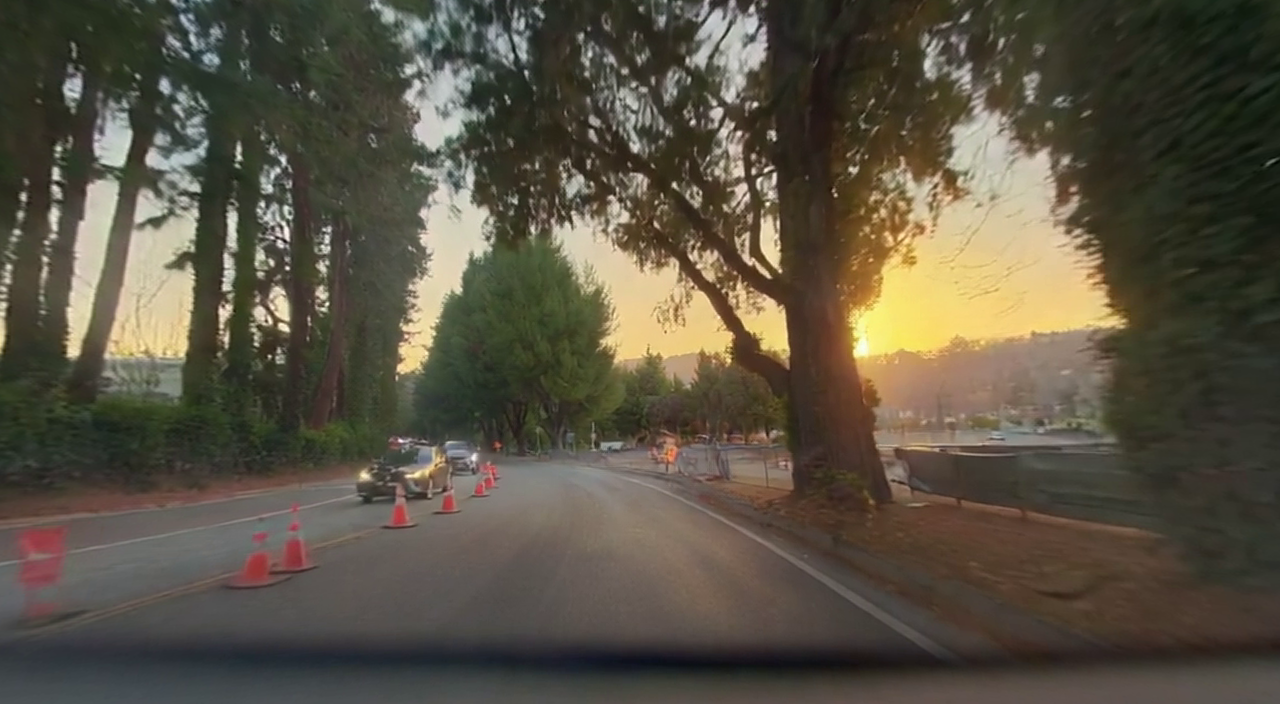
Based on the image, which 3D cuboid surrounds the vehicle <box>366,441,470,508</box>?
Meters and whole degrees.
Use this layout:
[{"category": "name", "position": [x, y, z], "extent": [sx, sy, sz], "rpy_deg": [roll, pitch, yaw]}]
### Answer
[{"category": "vehicle", "position": [-6.866, 3.779, 20.055], "extent": [2.019, 1.840, 4.437], "rpy_deg": [0, -9, -5]}]
